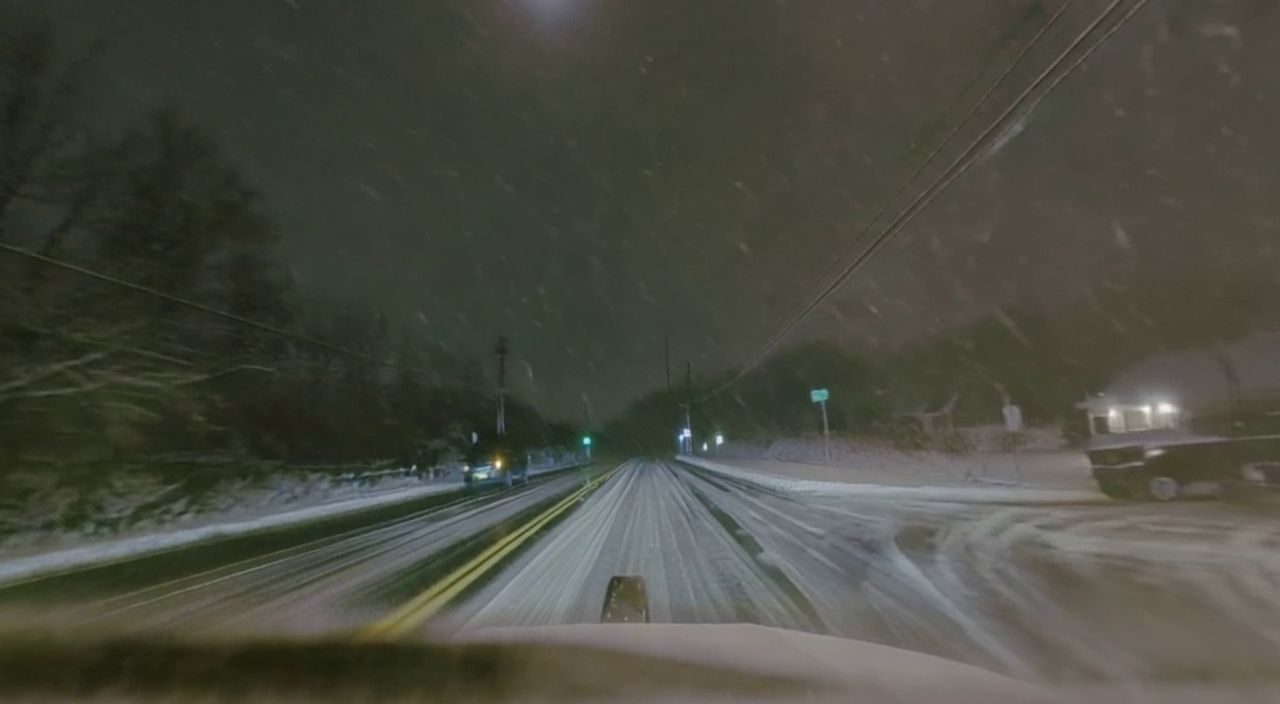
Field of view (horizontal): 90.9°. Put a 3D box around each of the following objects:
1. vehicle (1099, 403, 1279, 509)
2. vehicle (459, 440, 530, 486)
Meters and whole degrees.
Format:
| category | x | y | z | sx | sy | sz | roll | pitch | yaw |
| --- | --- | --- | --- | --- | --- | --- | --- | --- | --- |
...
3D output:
| category | x | y | z | sx | sy | sz | roll | pitch | yaw |
| --- | --- | --- | --- | --- | --- | --- | --- | --- | --- |
| vehicle | 11.454 | 1.949 | 12.095 | 1.951 | 1.744 | 4.014 | 1 | -8 | -7 |
| vehicle | -6.258 | 4.866 | 27.652 | 1.992 | 1.797 | 4.372 | -2 | -10 | 1 |
